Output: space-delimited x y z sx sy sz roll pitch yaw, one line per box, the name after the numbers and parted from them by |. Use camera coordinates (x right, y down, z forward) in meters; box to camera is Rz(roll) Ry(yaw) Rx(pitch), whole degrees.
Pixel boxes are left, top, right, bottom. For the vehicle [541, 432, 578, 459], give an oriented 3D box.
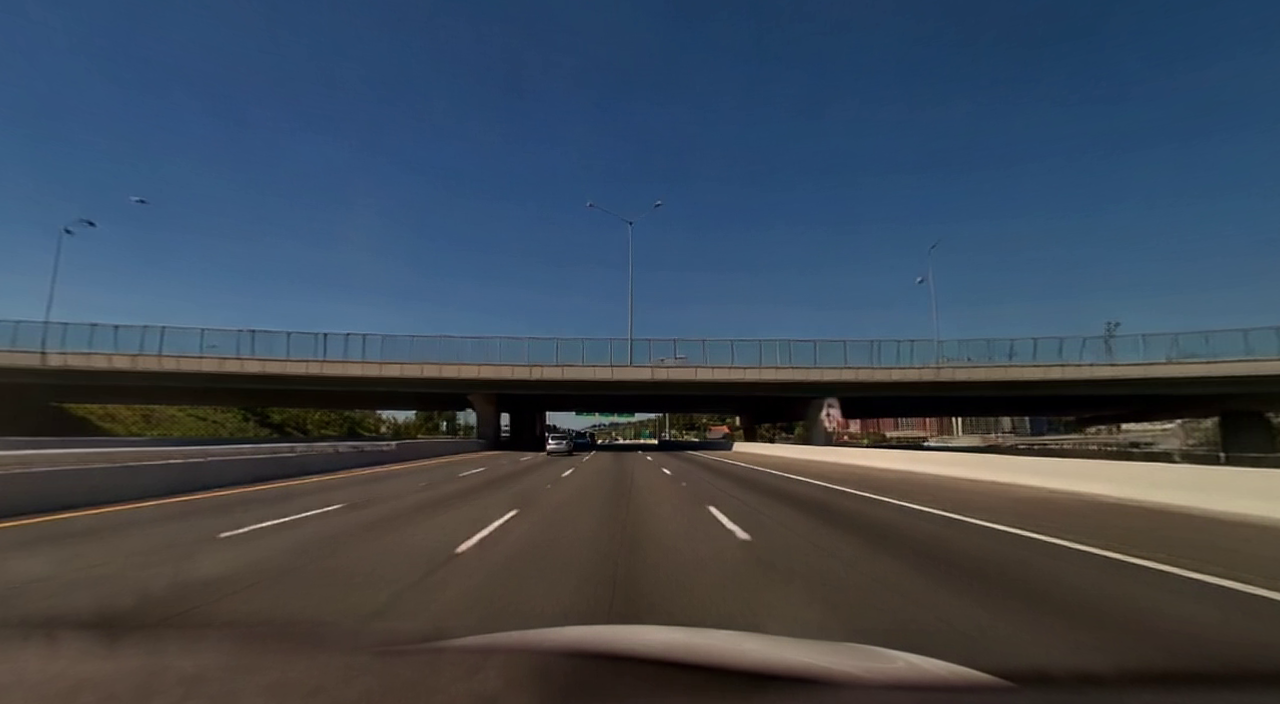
-4.875 5.710 38.647 1.878 1.548 3.966 0 -8 -2 | vehicle
